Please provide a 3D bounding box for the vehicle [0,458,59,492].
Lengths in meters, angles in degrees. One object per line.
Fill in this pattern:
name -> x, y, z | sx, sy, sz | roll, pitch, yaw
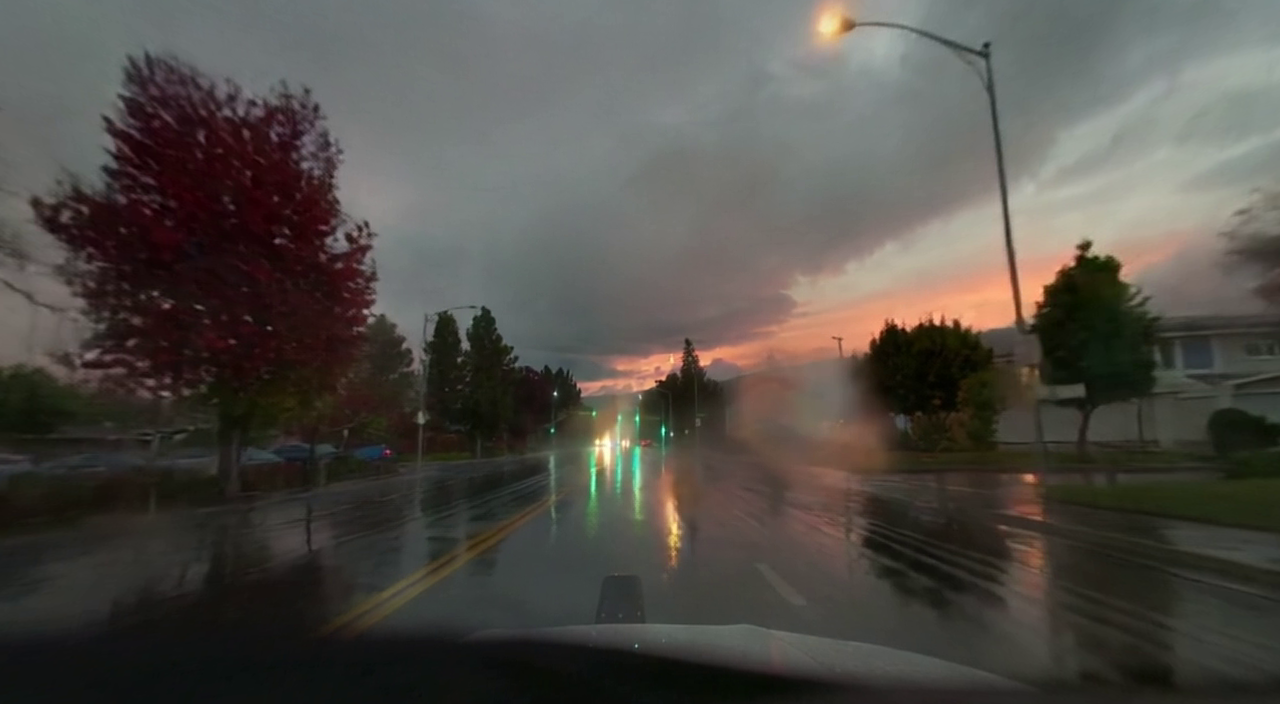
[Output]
vehicle -> -28.002, 5.477, 28.276 | 3.738, 1.379, 1.627 | -5, -10, 28

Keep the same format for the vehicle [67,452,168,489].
vehicle -> -23.649, 5.302, 28.554 | 4.791, 1.421, 1.985 | -4, -9, 32
